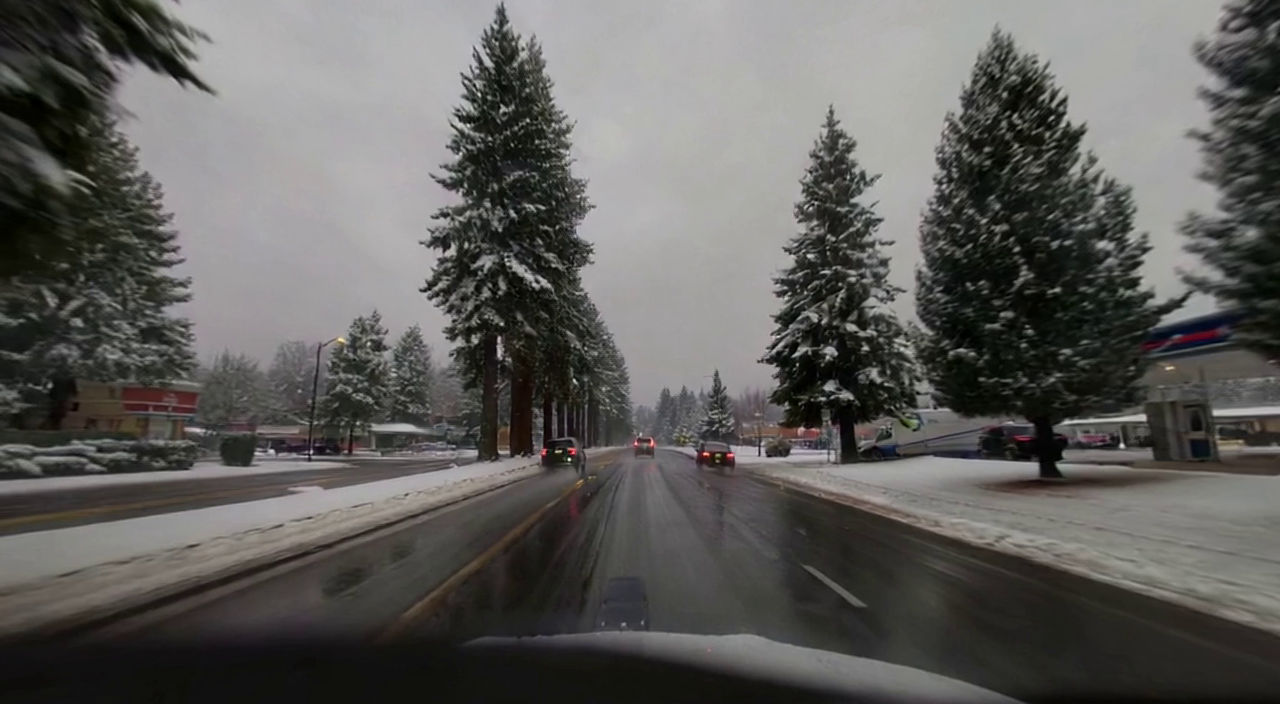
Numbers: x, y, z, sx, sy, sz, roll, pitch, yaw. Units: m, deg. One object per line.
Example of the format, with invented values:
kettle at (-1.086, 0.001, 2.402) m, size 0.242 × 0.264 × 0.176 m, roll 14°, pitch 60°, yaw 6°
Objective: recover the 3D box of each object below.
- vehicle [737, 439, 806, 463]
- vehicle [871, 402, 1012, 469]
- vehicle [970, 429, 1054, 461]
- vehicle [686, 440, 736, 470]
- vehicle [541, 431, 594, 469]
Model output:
vehicle at (9.689, 7.331, 46.765) m, size 4.526 × 1.768 × 2.056 m, roll 1°, pitch -9°, yaw -9°
vehicle at (15.626, 4.512, 33.627) m, size 3.133 × 3.133 × 8.198 m, roll 0°, pitch -8°, yaw -3°
vehicle at (21.057, 5.335, 35.916) m, size 2.029 × 1.733 × 4.440 m, roll 0°, pitch -9°, yaw 0°
vehicle at (3.654, 5.408, 33.321) m, size 2.010 × 1.486 × 4.498 m, roll 0°, pitch -8°, yaw -1°
vehicle at (-3.509, 4.861, 31.370) m, size 2.051 × 1.747 × 4.370 m, roll 0°, pitch -8°, yaw 1°
